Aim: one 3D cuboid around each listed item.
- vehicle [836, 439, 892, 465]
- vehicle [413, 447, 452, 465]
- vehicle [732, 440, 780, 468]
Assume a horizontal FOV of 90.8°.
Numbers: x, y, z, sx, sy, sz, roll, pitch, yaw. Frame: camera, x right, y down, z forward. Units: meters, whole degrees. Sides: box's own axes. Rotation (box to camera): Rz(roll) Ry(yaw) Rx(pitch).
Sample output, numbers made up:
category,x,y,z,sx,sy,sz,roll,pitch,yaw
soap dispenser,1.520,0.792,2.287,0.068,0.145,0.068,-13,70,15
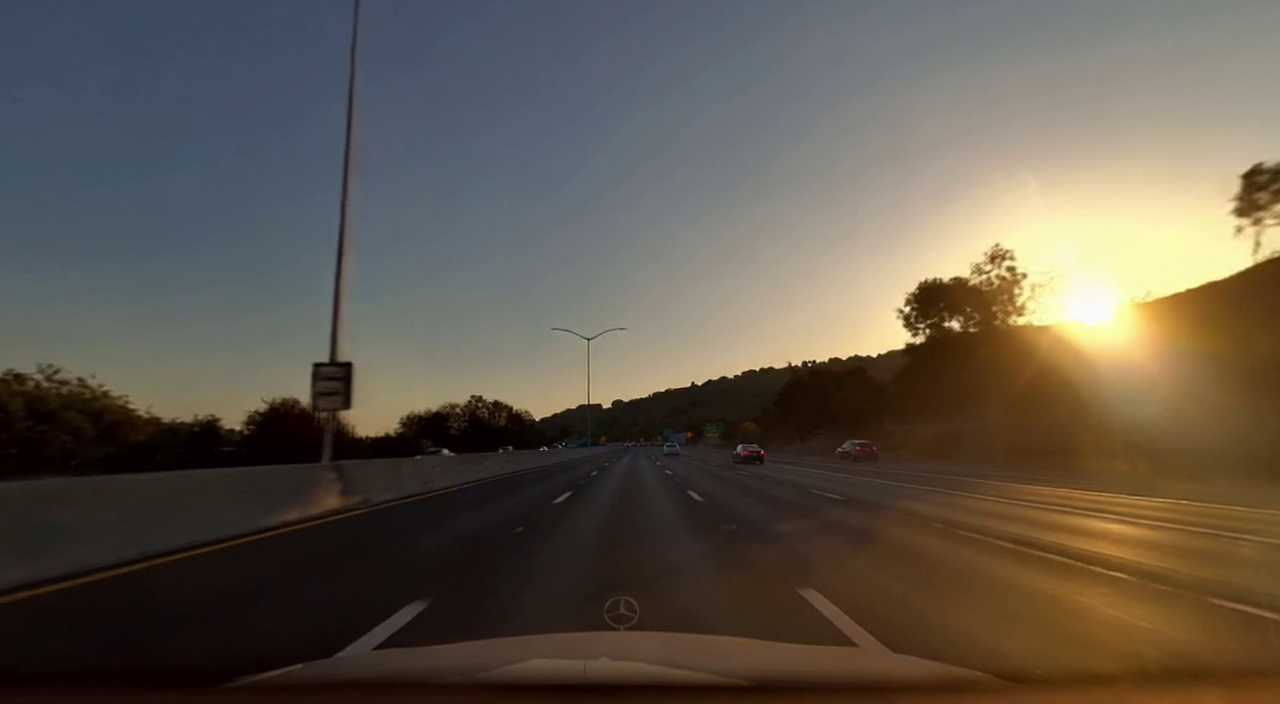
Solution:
category,x,y,z,sx,sy,sz,roll,pitch,yaw
vehicle,14.730,6.585,41.775,2.025,1.595,4.268,0,-8,-1
vehicle,-14.402,7.216,44.013,1.639,1.164,3.285,0,-8,0
vehicle,6.804,6.032,37.515,2.038,1.528,3.910,0,-8,-1
